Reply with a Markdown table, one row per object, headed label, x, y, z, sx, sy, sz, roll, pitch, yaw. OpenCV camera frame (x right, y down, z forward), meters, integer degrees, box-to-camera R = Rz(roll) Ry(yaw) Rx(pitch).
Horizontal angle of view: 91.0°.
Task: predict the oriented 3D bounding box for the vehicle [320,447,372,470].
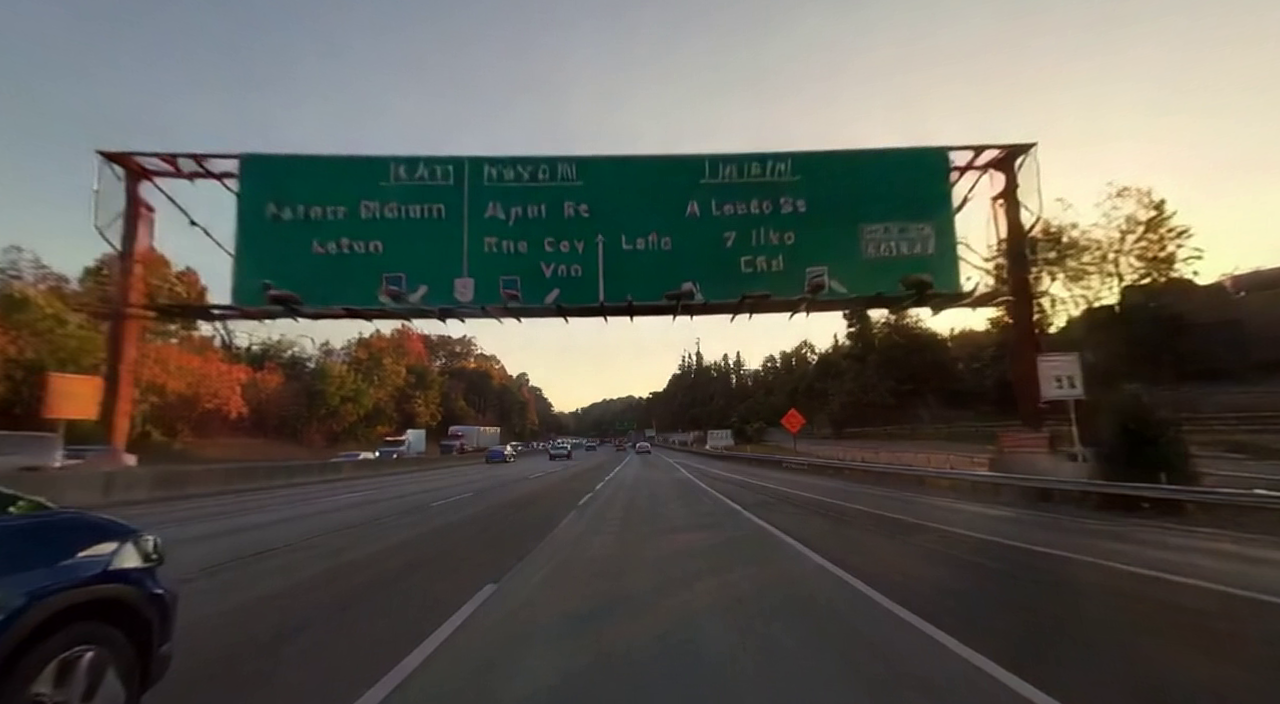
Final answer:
| label | x | y | z | sx | sy | sz | roll | pitch | yaw |
| --- | --- | --- | --- | --- | --- | --- | --- | --- | --- |
| vehicle | -19.275 | 6.989 | 41.497 | 1.611 | 1.444 | 3.667 | 0 | -9 | 1 |

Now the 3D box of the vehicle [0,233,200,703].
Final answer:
| label | x | y | z | sx | sy | sz | roll | pitch | yaw |
| --- | --- | --- | --- | --- | --- | --- | --- | --- | --- |
| vehicle | -3.482 | 0.271 | 0.139 | 2.366 | 1.998 | 6.033 | 0 | -9 | 0 |
